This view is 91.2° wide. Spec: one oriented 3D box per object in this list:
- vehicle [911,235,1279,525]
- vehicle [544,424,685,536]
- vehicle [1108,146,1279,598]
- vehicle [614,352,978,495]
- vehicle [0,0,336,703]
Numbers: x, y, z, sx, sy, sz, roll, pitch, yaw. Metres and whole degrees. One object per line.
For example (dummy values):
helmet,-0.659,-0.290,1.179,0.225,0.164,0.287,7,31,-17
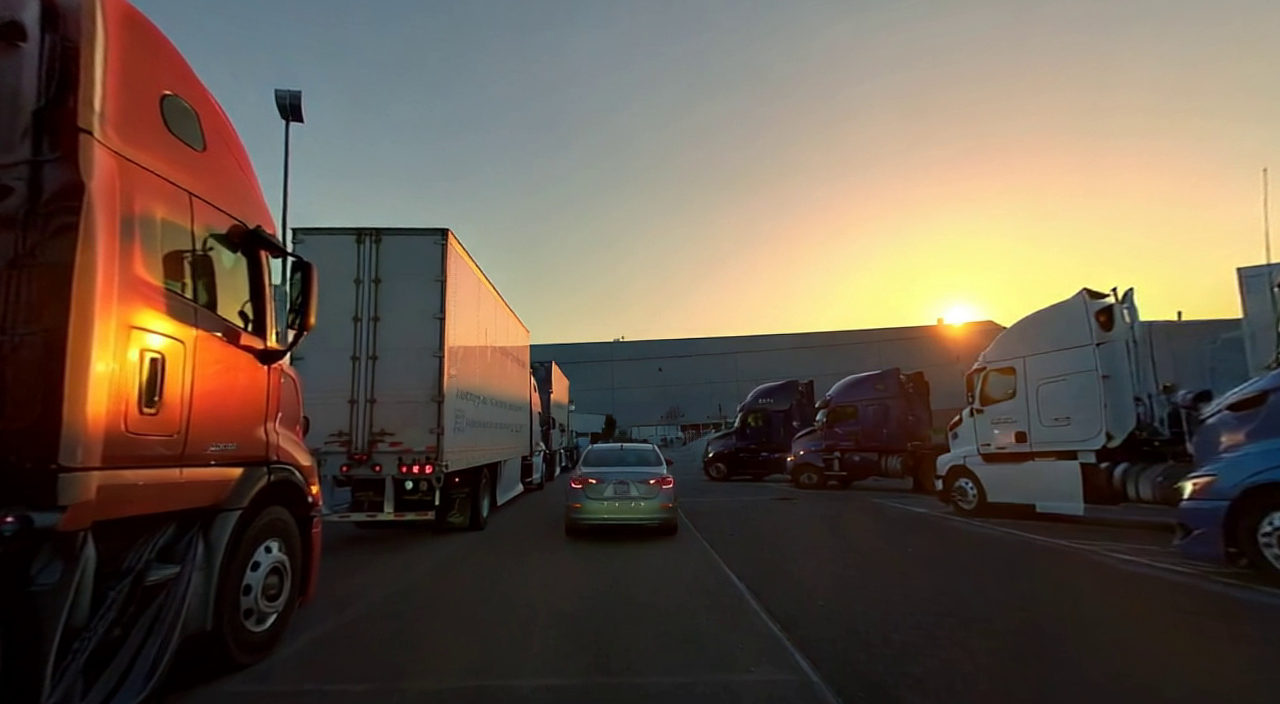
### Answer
vehicle,10.744,0.458,9.733,11.409,4.186,2.923,-8,-12,41
vehicle,-0.402,2.270,11.631,2.140,1.682,3.971,0,-9,0
vehicle,11.163,-0.364,3.108,13.564,4.152,3.110,-9,-12,42
vehicle,4.738,2.987,24.497,2.877,4.124,14.516,4,-10,-41
vehicle,-3.953,-0.190,0.456,2.986,3.391,9.523,0,-9,-2
